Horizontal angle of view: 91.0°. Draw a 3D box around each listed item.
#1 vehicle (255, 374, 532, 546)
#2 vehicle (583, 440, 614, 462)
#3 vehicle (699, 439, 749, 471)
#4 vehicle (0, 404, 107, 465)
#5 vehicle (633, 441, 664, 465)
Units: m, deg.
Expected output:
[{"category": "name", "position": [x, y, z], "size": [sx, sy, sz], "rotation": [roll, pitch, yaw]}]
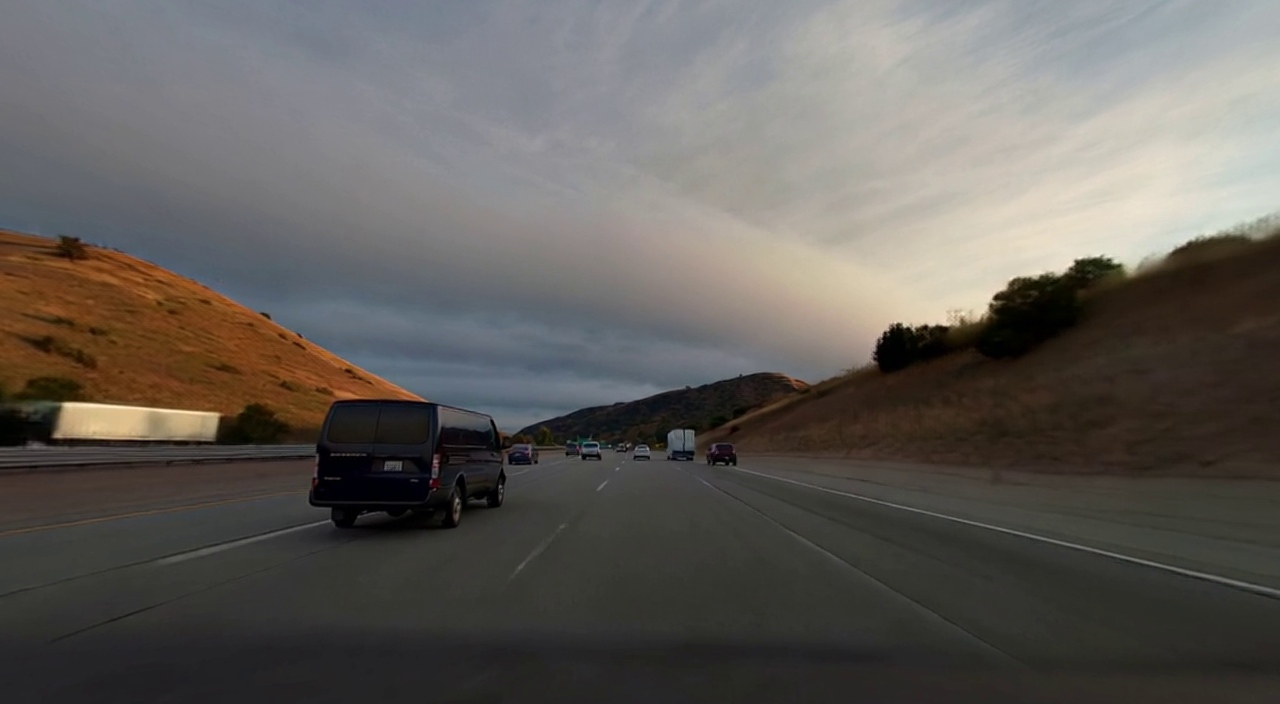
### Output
[{"category": "vehicle", "position": [-3.659, 1.815, 11.013], "size": [2.421, 2.203, 5.775], "rotation": [0, -9, 1]}, {"category": "vehicle", "position": [-3.154, 7.615, 48.577], "size": [2.138, 1.581, 4.340], "rotation": [0, -9, 0]}, {"category": "vehicle", "position": [4.503, 5.609, 34.409], "size": [2.051, 1.598, 4.145], "rotation": [0, -9, -1]}, {"category": "vehicle", "position": [-42.461, 5.678, 42.792], "size": [3.278, 3.863, 10.251], "rotation": [0, -9, 1]}, {"category": "vehicle", "position": [0.560, 6.785, 42.437], "size": [2.014, 1.543, 3.804], "rotation": [0, -9, 0]}]
